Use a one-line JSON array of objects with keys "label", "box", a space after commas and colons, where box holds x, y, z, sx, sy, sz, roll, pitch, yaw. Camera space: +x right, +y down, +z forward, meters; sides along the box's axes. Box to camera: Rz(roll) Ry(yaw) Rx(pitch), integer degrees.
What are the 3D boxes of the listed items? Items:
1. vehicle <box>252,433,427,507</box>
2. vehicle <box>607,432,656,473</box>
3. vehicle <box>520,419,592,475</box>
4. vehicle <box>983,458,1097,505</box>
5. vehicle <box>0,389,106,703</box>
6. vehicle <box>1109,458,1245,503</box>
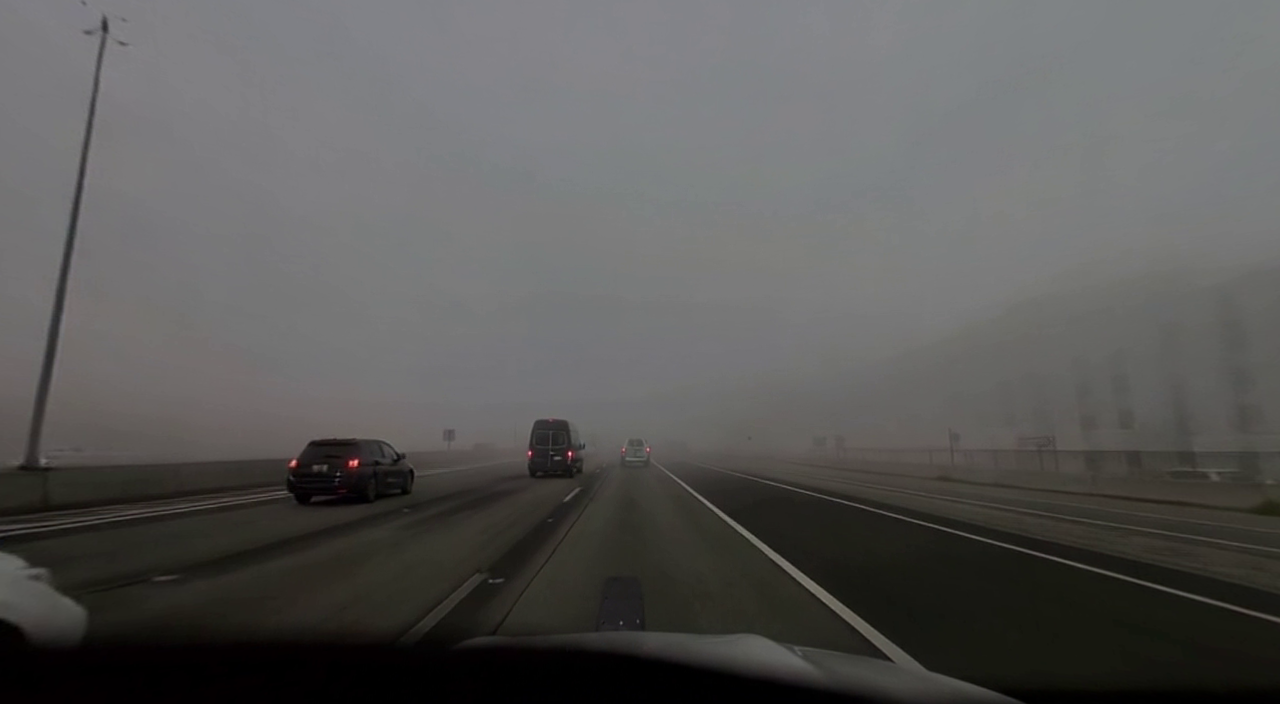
[{"label": "vehicle", "box": [-6.927, 2.760, 15.183, 1.959, 1.493, 4.575, 0, -9, 0]}, {"label": "vehicle", "box": [-0.379, 4.843, 30.382, 2.207, 1.807, 4.199, 0, -9, 0]}, {"label": "vehicle", "box": [-3.691, 4.369, 28.963, 2.504, 2.276, 5.933, 0, -9, 0]}, {"label": "vehicle", "box": [14.327, 4.638, 22.806, 1.810, 1.391, 3.473, 3, -8, -1]}, {"label": "vehicle", "box": [-3.267, 0.627, 0.508, 1.963, 1.507, 4.172, 0, -9, 0]}, {"label": "vehicle", "box": [21.156, 5.040, 25.057, 1.789, 1.531, 3.983, 0, -9, -1]}]
